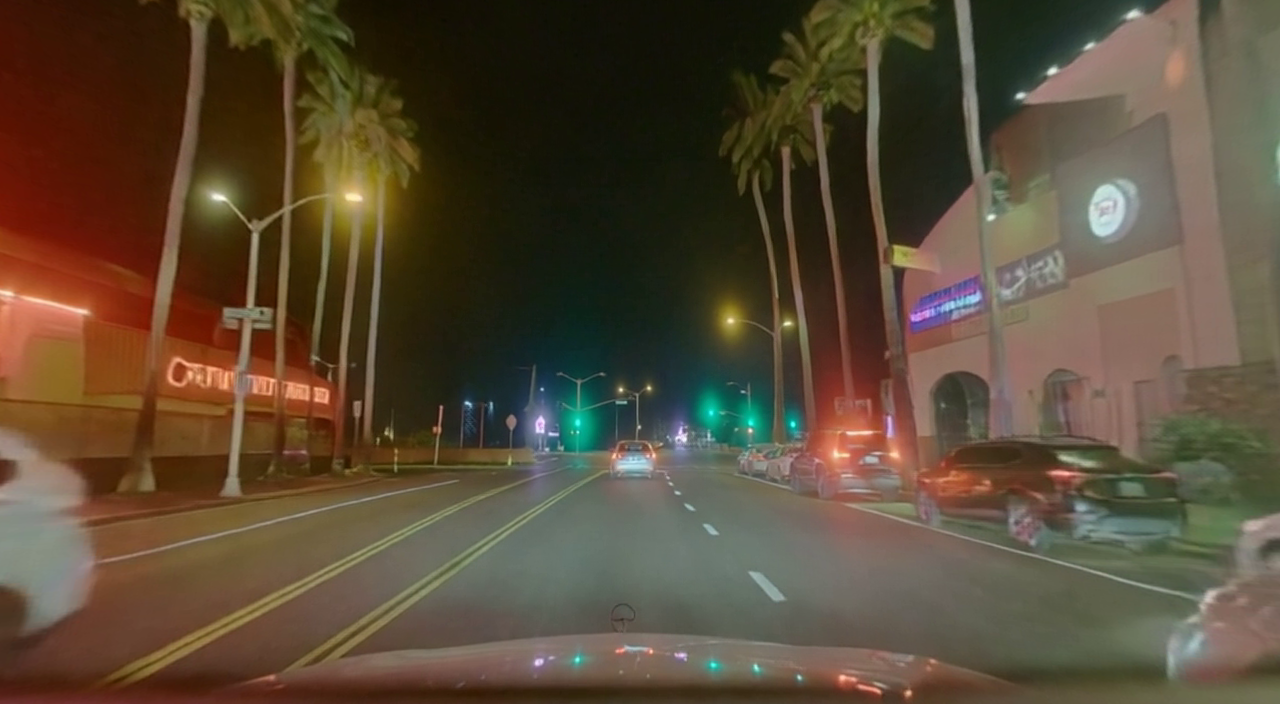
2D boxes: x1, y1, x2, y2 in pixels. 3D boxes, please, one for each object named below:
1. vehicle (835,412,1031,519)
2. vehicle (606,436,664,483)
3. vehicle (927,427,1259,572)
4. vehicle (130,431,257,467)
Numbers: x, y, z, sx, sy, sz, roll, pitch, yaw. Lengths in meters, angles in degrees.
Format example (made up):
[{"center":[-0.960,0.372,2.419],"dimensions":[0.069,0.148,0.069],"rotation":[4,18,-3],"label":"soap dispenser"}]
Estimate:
[{"center":[6.092,2.426,13.968],"dimensions":[2.008,1.928,4.774],"rotation":[0,-8,0],"label":"vehicle"},{"center":[-0.227,4.143,24.678],"dimensions":[2.063,1.664,4.471],"rotation":[0,-8,-1],"label":"vehicle"},{"center":[6.117,1.992,9.323],"dimensions":[1.747,1.619,4.157],"rotation":[0,-8,-1],"label":"vehicle"},{"center":[-32.685,7.099,46.584],"dimensions":[2.562,2.387,6.989],"rotation":[-4,-9,30],"label":"vehicle"}]
